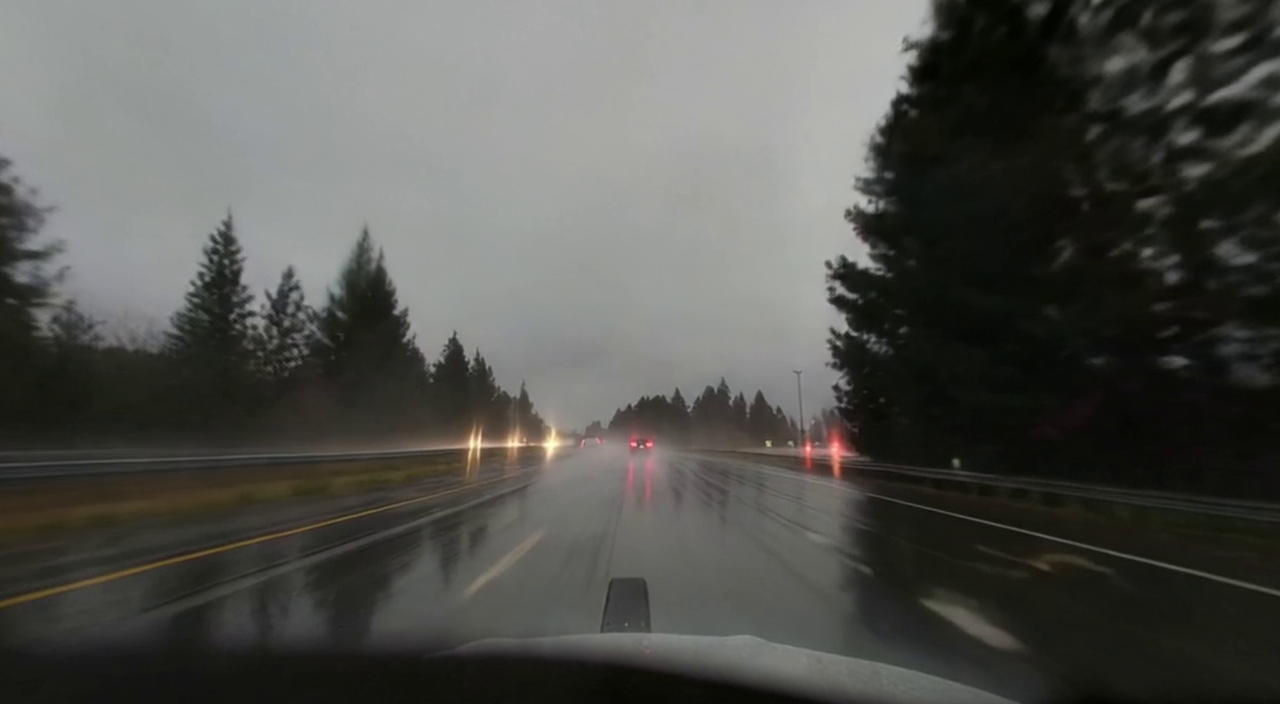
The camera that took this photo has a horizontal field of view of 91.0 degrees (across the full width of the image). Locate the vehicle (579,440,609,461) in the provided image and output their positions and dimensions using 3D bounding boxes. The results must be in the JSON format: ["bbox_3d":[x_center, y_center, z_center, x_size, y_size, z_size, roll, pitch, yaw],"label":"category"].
[{"bbox_3d":[-3.470,7.488,47.850,2.057,1.514,3.845,0,-8,-1],"label":"vehicle"}]
